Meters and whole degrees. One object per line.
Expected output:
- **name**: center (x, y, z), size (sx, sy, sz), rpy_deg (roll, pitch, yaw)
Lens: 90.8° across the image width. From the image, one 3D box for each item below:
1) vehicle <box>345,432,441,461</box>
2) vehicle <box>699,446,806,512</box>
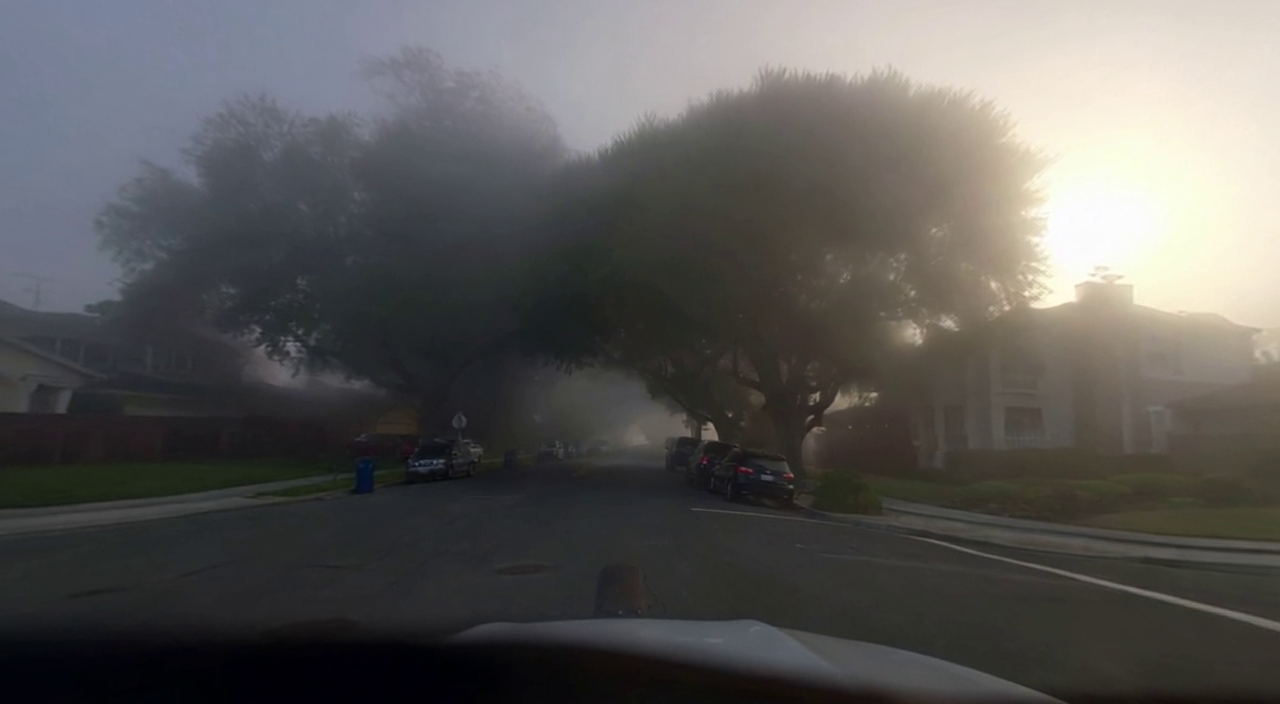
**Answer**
- **vehicle**: center (-13.456, 5.187, 34.662), size (4.423, 1.522, 1.961), rpy_deg (0, -8, -2)
- **vehicle**: center (2.827, 3.284, 16.880), size (1.881, 1.487, 4.183), rpy_deg (1, -8, -3)
